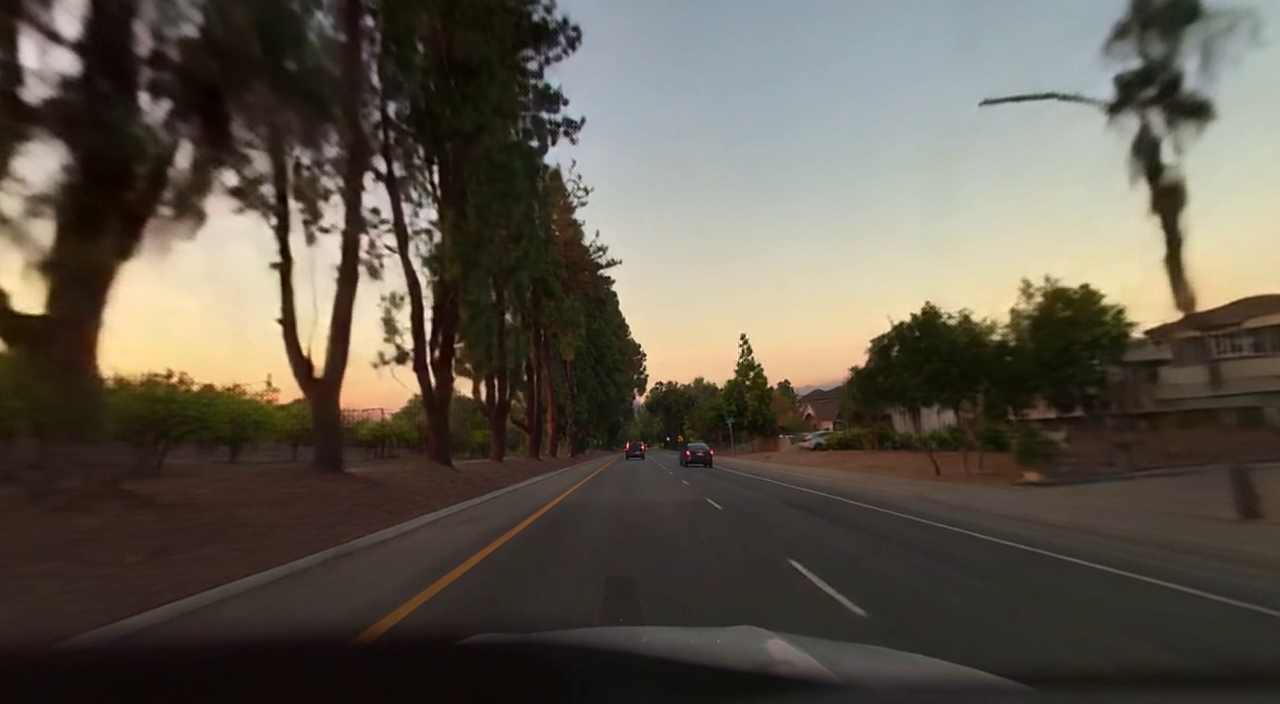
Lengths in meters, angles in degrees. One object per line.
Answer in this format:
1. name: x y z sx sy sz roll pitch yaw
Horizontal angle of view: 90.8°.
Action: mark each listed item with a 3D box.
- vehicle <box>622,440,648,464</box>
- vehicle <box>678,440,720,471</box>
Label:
1. vehicle: -0.417 7.877 49.944 1.925 1.799 4.257 0 -8 -1
2. vehicle: 3.296 5.910 36.150 1.888 1.640 4.044 0 -8 -2
